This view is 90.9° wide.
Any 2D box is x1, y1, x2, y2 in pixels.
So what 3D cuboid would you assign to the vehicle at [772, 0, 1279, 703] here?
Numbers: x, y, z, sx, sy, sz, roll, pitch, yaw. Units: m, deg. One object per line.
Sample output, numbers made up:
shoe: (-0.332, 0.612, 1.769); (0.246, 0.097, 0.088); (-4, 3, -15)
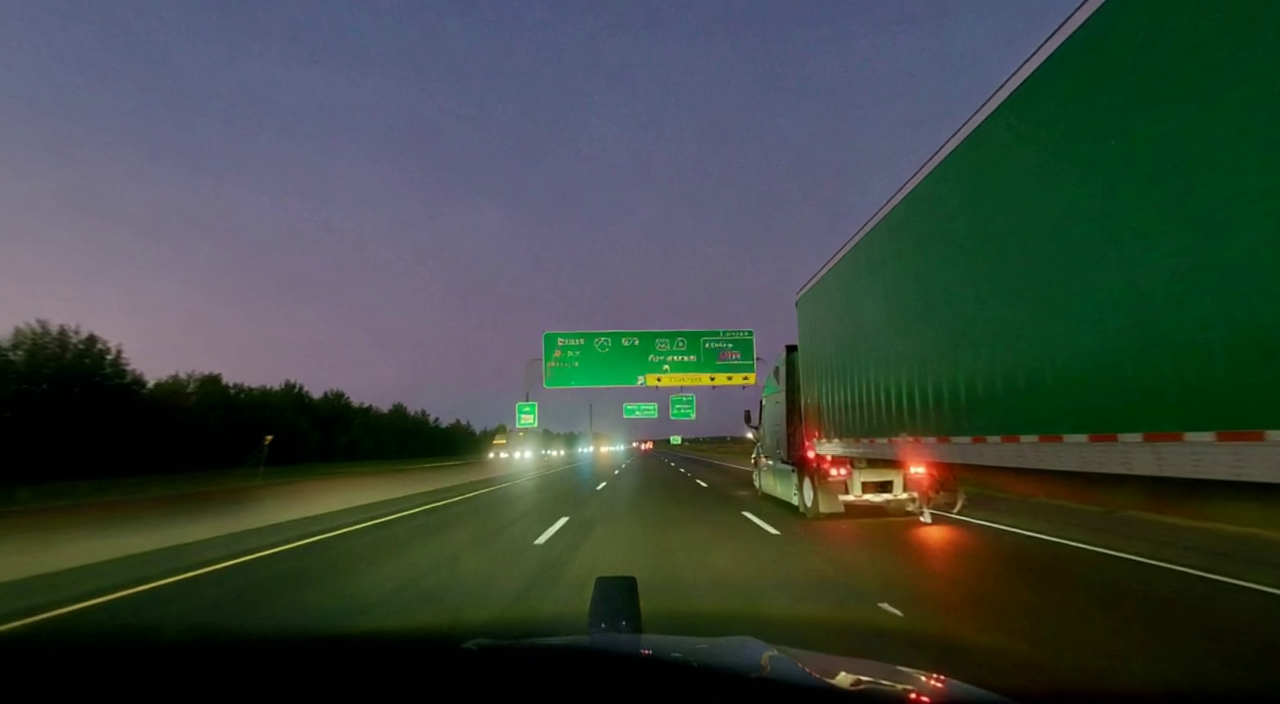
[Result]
vehicle: (4.084, 0.095, 5.393); (3.060, 4.100, 13.141); (0, -9, 0)
